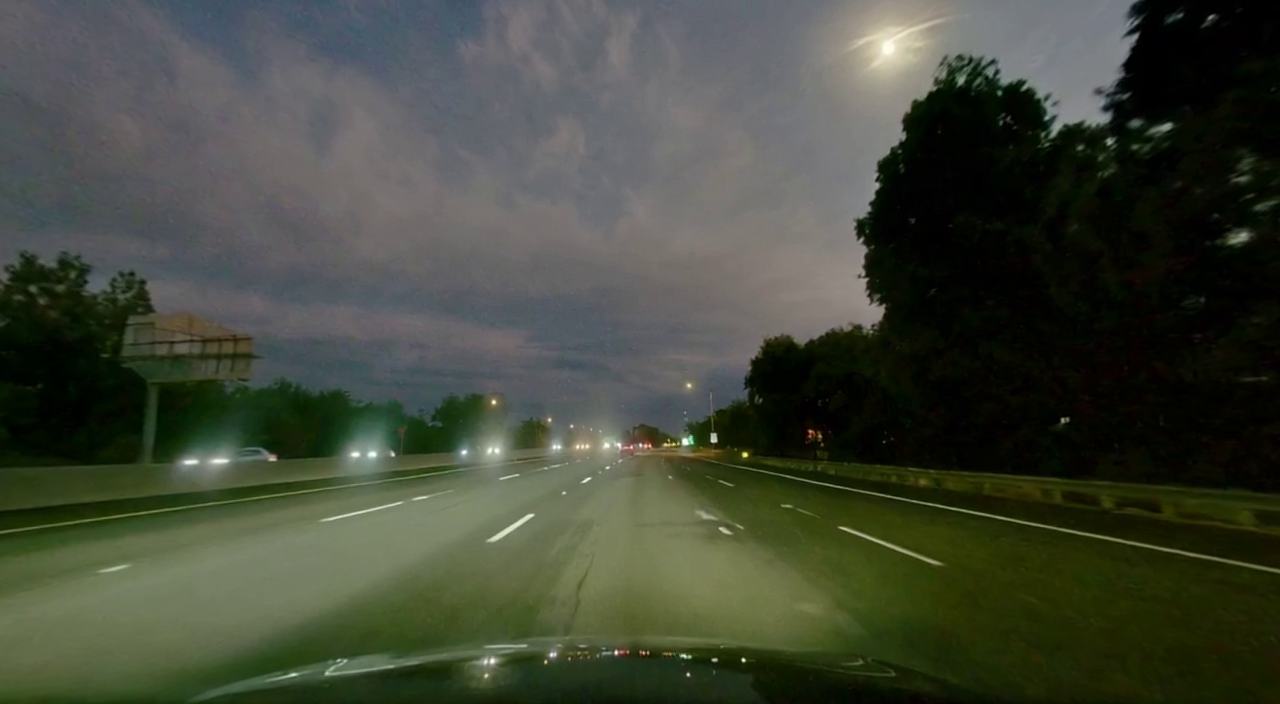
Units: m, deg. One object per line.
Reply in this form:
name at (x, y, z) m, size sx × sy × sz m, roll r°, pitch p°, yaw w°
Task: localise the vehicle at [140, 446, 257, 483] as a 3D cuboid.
vehicle at (-19.634, 4.982, 28.309) m, size 1.874 × 1.510 × 4.653 m, roll 0°, pitch -9°, yaw 1°
